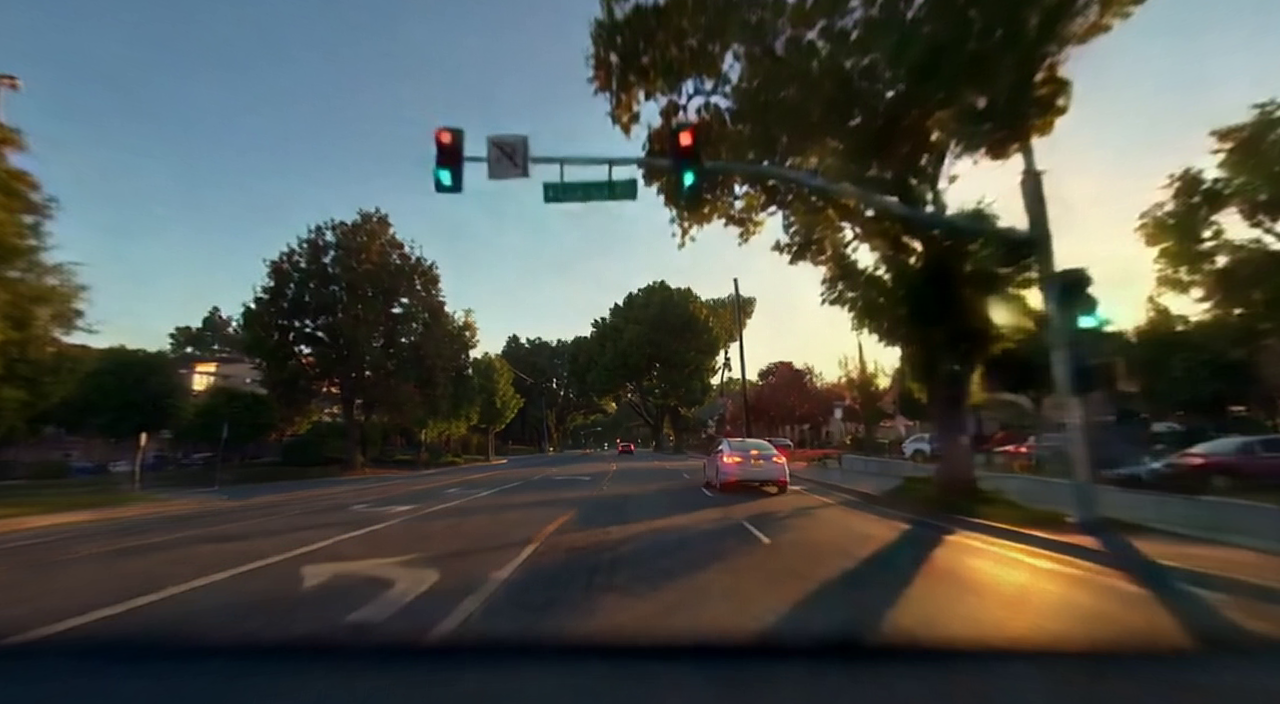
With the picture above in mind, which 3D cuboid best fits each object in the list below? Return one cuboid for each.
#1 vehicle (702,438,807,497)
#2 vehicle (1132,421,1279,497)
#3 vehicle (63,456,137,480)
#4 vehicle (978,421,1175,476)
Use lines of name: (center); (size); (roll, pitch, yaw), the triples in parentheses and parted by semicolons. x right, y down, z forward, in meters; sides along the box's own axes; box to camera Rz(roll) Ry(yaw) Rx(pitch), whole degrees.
vehicle: (3.105, 3.242, 18.106); (2.134, 1.476, 4.327); (0, -8, -1)
vehicle: (14.119, 2.350, 13.997); (4.514, 1.546, 2.044); (-1, -8, 5)
vehicle: (-38.115, 8.189, 44.621); (1.733, 1.527, 3.731); (0, -9, 4)
vehicle: (13.489, 3.006, 19.697); (4.689, 1.583, 1.947); (0, -8, -1)
